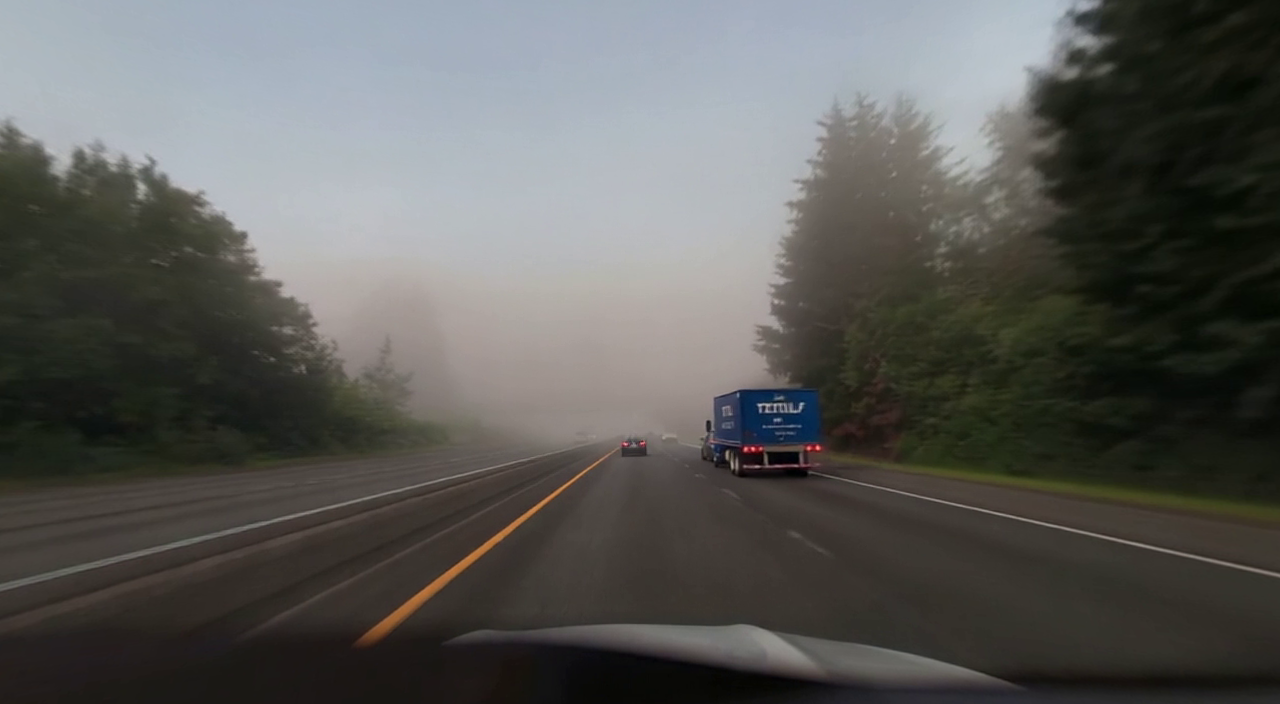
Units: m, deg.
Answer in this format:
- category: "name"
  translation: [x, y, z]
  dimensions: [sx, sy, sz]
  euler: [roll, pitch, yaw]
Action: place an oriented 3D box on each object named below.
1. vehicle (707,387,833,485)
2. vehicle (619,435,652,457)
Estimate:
- category: "vehicle"
  translation: [4.003, 2.779, 21.053]
  dimensions: [2.715, 2.746, 6.550]
  euler: [0, -7, -1]
- category: "vehicle"
  translation: [-0.285, 6.058, 40.645]
  dimensions: [1.996, 1.325, 4.029]
  euler: [0, -7, 0]
